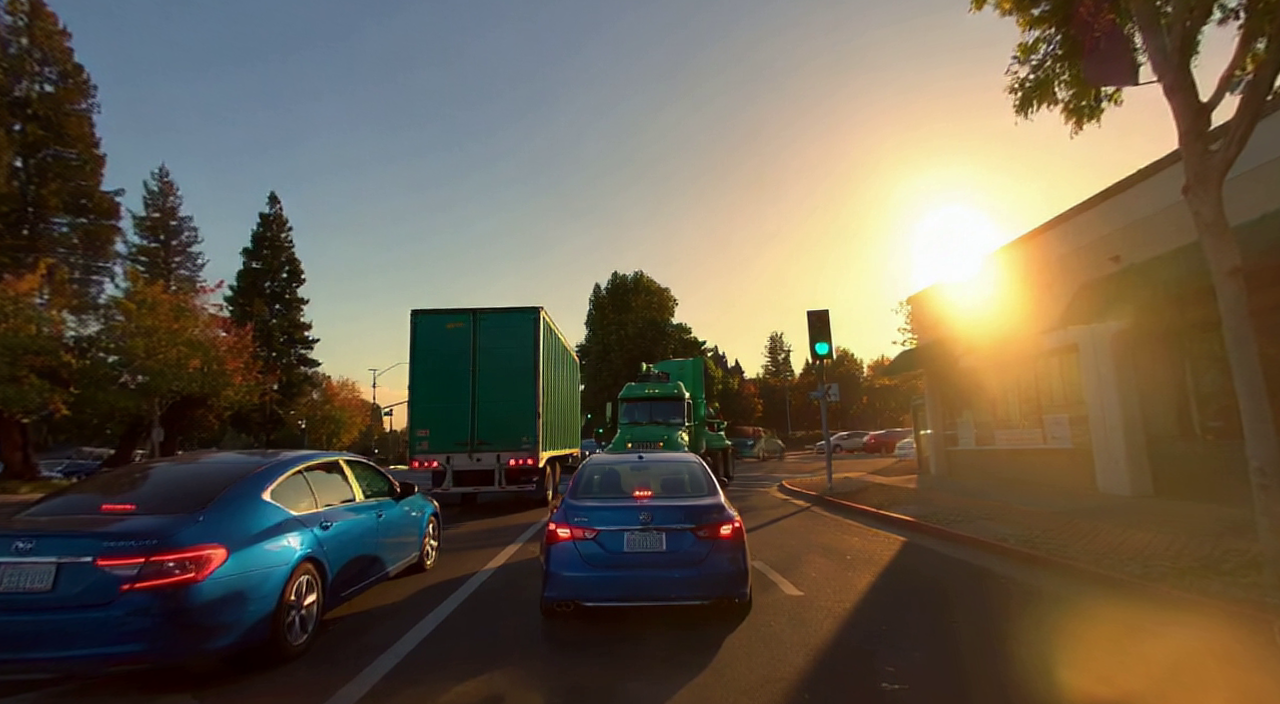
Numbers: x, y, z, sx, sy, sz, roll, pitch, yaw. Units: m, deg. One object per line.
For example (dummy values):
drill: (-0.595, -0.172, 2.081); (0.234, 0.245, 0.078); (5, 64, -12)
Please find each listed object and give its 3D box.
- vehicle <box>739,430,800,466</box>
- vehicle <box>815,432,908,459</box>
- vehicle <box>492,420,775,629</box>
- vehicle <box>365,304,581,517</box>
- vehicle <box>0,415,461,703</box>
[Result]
vehicle: (6.960, 5.231, 34.281); (2.061, 1.845, 4.829); (0, -8, -3)
vehicle: (12.562, 5.345, 35.811); (4.574, 1.478, 1.880); (-1, -8, 4)
vehicle: (-0.109, 1.569, 6.721); (2.067, 1.506, 4.118); (0, -8, -2)
vehicle: (-3.277, 1.527, 14.747); (3.020, 3.800, 7.105); (0, -8, 0)
vehicle: (-3.103, 1.361, 5.165); (1.969, 1.471, 4.378); (0, -8, 0)
